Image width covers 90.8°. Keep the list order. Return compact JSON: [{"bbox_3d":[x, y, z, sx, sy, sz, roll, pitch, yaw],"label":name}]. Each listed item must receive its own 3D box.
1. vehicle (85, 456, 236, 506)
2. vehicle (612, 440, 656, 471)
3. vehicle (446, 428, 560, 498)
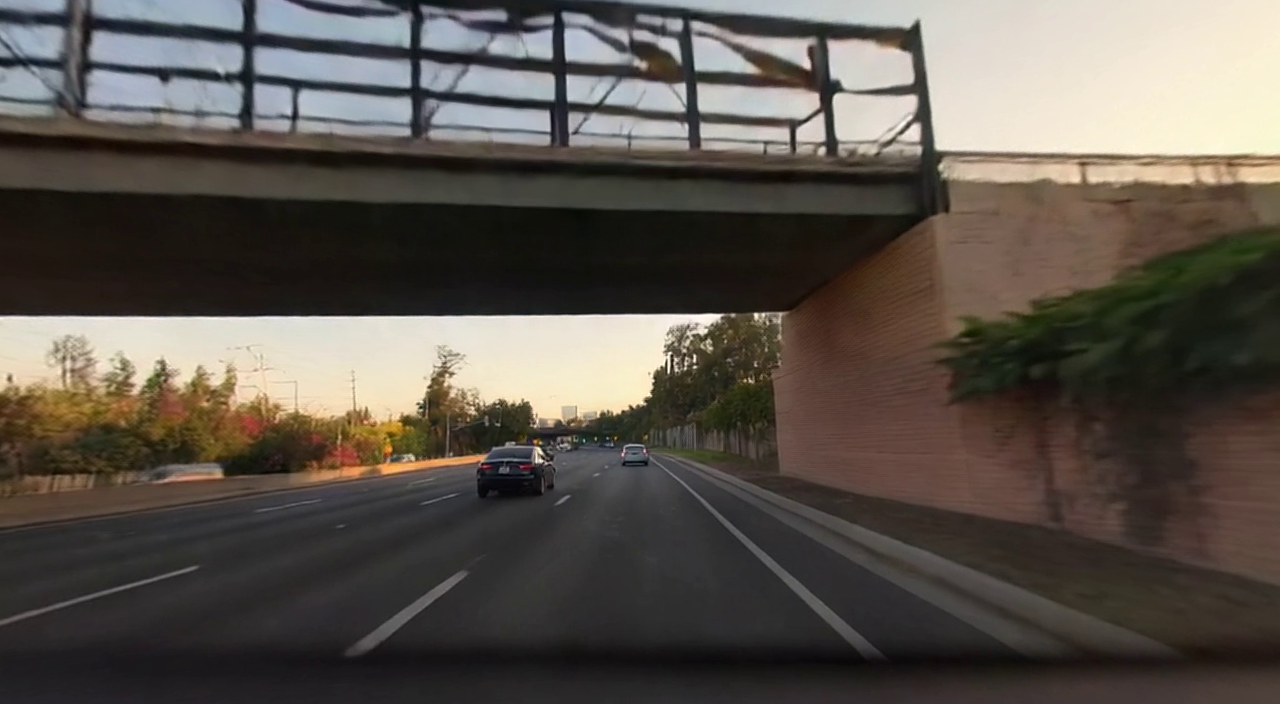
[{"bbox_3d":[-17.737,4.752,23.745,1.983,1.552,4.798,0,-9,-2],"label":"vehicle"},{"bbox_3d":[-0.342,5.513,33.818,2.205,1.509,4.272,0,-8,-1],"label":"vehicle"},{"bbox_3d":[-3.818,3.195,18.533,2.223,1.771,4.581,0,-8,1],"label":"vehicle"}]
